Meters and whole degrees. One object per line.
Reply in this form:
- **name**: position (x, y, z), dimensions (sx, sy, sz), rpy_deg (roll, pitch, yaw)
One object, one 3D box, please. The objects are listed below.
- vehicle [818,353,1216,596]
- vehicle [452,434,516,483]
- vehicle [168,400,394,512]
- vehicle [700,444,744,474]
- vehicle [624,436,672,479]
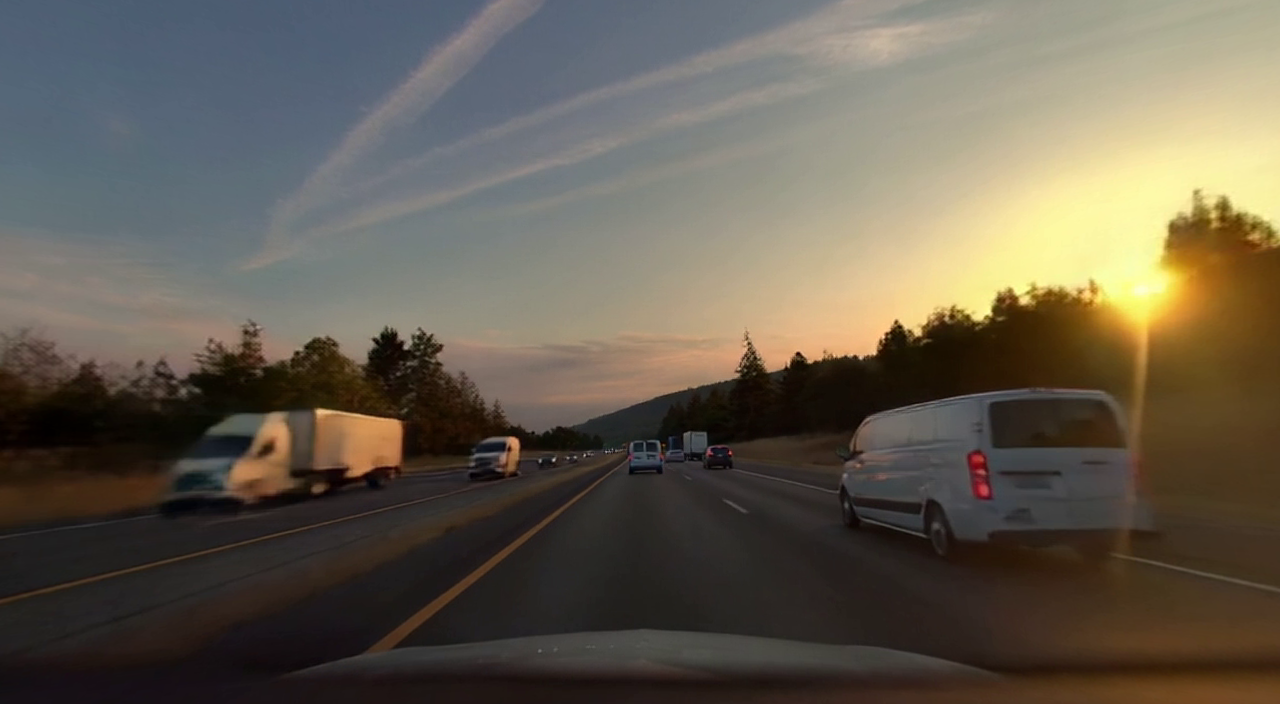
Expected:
- **vehicle**: position (4.232, 1.495, 8.389), dimensions (2.232, 2.290, 4.720), rpy_deg (0, -9, -1)
- **vehicle**: position (-8.652, 5.939, 35.593), dimensions (2.171, 2.512, 5.597), rpy_deg (0, -9, 0)
- **vehicle**: position (-13.683, 4.158, 25.691), dimensions (3.003, 3.610, 10.351), rpy_deg (0, -9, 0)
- **vehicle**: position (4.591, 6.027, 35.736), dimensions (1.868, 1.566, 3.509), rpy_deg (0, -9, -2)
- **vehicle**: position (0.381, 5.061, 30.454), dimensions (2.143, 1.925, 4.101), rpy_deg (0, -9, 0)
